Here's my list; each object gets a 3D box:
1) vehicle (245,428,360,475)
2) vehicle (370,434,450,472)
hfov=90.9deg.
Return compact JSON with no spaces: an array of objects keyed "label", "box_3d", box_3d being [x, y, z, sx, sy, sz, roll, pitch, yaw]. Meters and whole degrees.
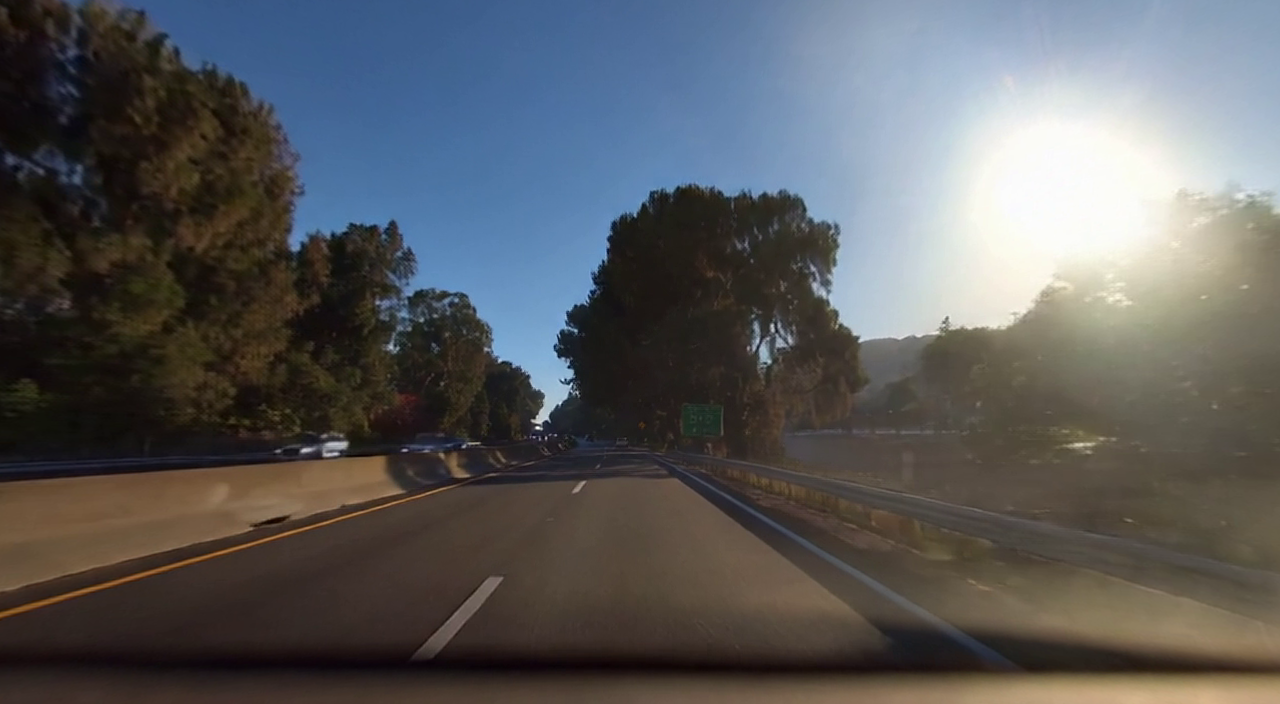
[{"label":"vehicle","box_3d":[-12.504,3.690,23.746,1.971,1.581,4.317,0,-8,0]},{"label":"vehicle","box_3d":[-9.500,4.177,26.401,1.911,1.465,3.948,0,-8,-1]}]
